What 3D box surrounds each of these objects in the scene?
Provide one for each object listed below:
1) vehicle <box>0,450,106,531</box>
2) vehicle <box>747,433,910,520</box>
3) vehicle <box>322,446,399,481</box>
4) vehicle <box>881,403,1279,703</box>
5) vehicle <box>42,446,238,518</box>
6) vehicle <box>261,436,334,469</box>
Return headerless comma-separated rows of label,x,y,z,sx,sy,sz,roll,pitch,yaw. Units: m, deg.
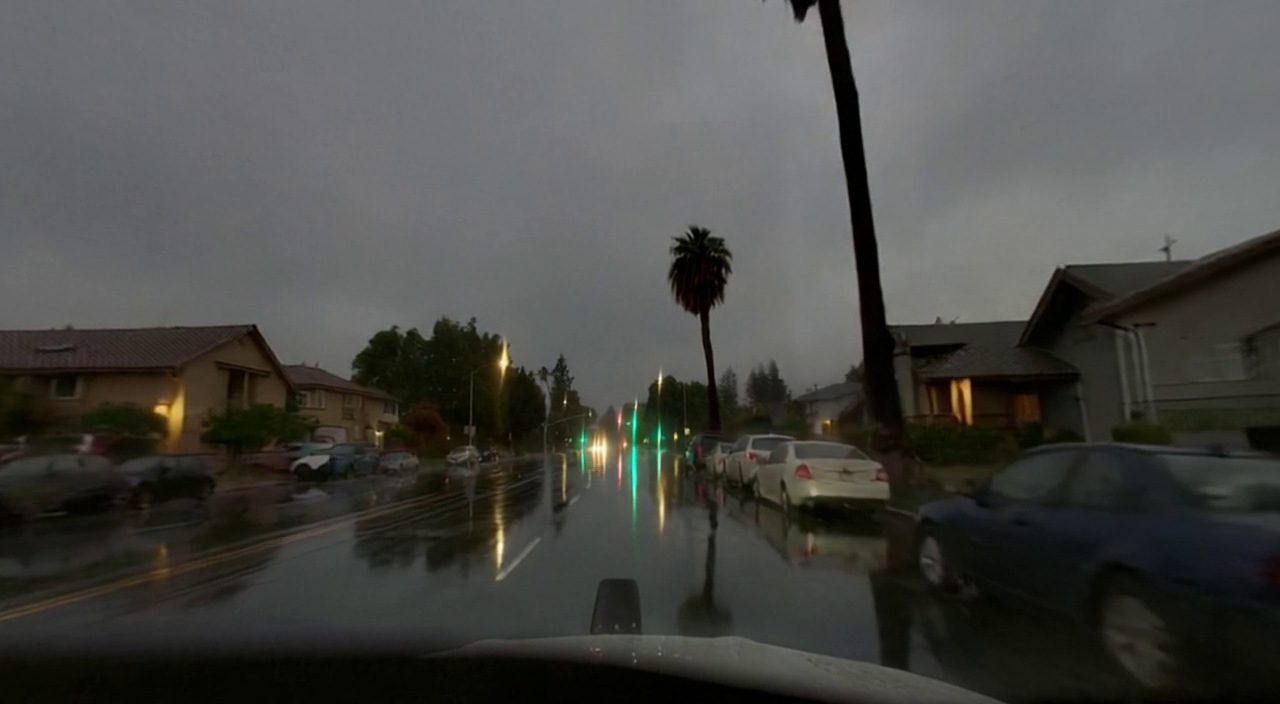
vehicle,-13.460,2.781,12.479,1.899,1.474,4.529,-1,-7,-1
vehicle,3.646,2.500,13.238,1.888,1.480,4.653,0,-9,-1
vehicle,-13.801,5.517,31.504,1.970,1.525,4.420,0,-8,-2
vehicle,3.619,1.234,4.452,2.083,1.449,4.578,0,-9,1
vehicle,-13.627,3.511,17.668,1.876,1.610,4.467,-1,-7,-1
vehicle,-20.948,6.157,38.885,1.957,1.871,4.515,0,-9,0
